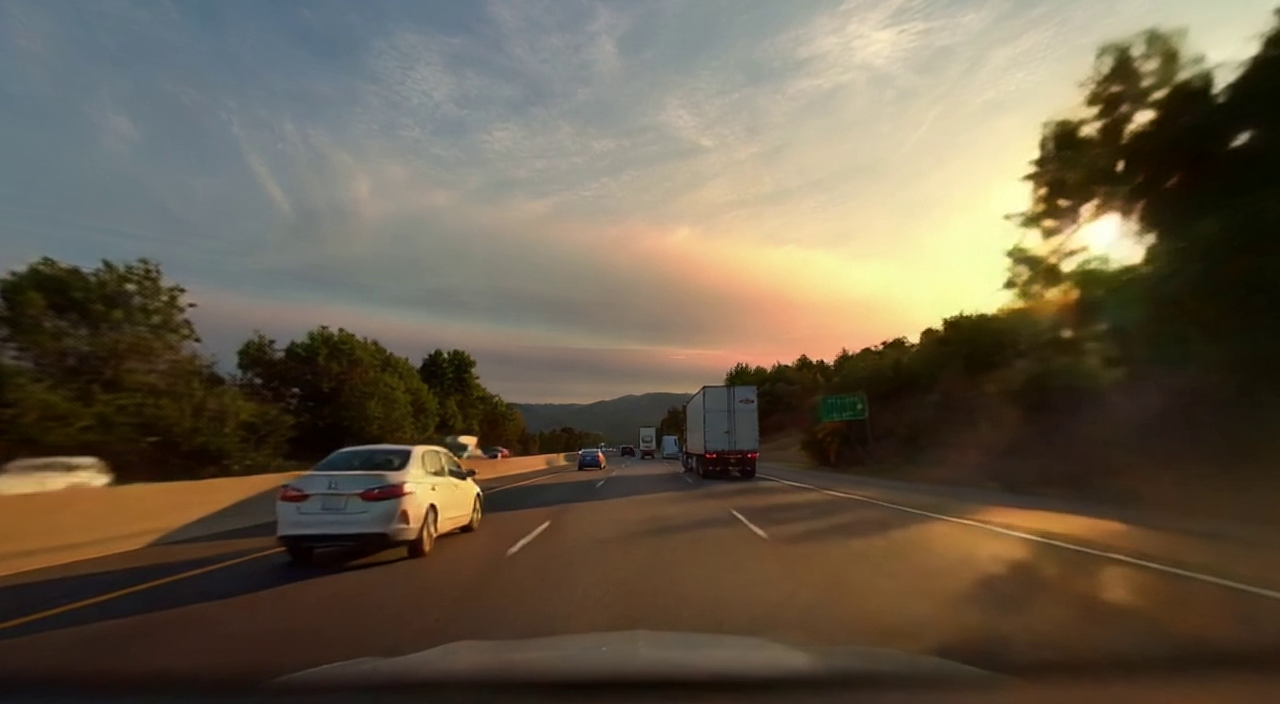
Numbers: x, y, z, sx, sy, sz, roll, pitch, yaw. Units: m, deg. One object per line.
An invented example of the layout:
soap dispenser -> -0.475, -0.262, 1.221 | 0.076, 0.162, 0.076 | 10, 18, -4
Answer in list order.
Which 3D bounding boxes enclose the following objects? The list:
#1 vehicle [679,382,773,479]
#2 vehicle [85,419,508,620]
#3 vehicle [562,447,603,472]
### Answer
vehicle -> 4.065, 4.439, 33.930 | 2.974, 4.083, 14.389 | 0, -9, 0
vehicle -> -3.169, 1.680, 7.385 | 2.104, 1.526, 4.940 | 0, -9, 1
vehicle -> -3.521, 6.678, 39.480 | 2.121, 1.445, 4.651 | 0, -9, 0
